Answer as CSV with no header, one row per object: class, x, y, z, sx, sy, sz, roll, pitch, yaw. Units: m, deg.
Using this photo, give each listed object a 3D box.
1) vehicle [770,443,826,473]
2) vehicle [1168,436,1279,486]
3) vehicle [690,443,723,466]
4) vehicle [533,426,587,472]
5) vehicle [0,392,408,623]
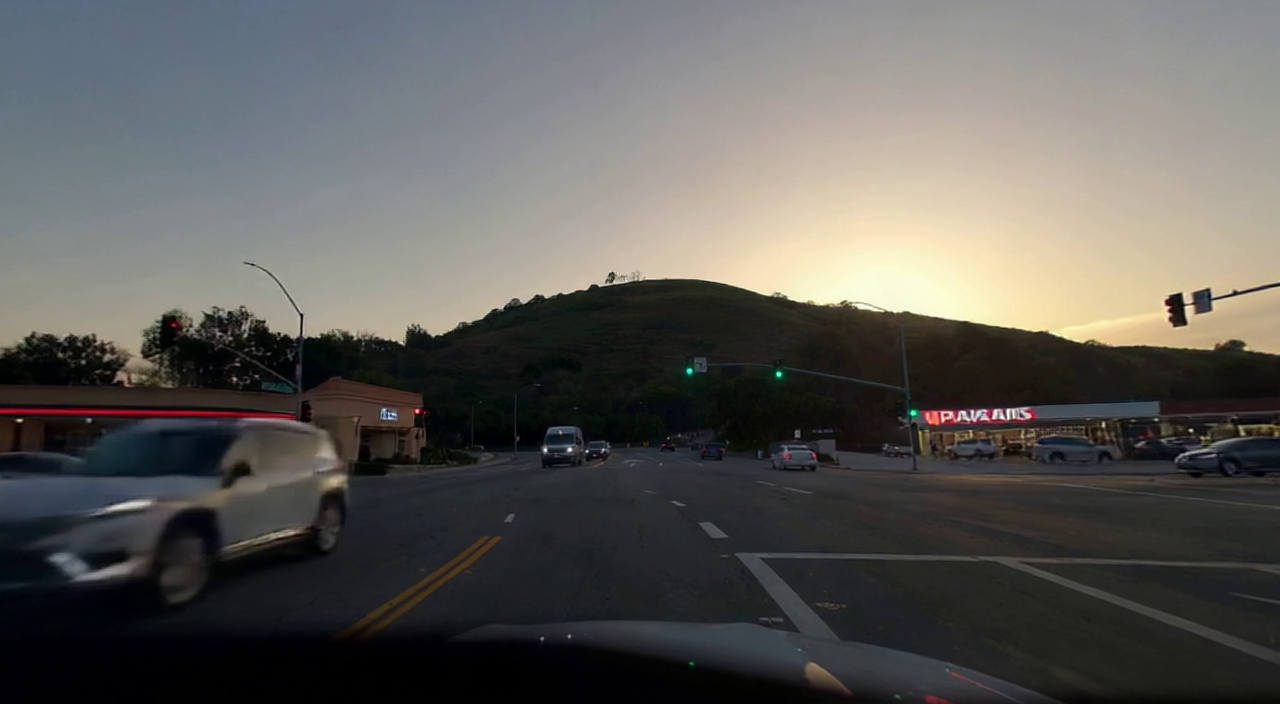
vehicle,8.918,5.993,35.875,1.911,1.594,4.378,0,-9,-2
vehicle,25.042,4.467,26.072,4.546,1.944,2.051,1,-9,-5
vehicle,5.099,7.932,48.865,1.855,1.622,4.167,1,-9,-4
vehicle,-4.274,5.290,34.376,2.196,2.264,5.206,0,-8,1
vehicle,-4.660,1.528,7.195,2.199,1.745,4.669,0,-8,0
